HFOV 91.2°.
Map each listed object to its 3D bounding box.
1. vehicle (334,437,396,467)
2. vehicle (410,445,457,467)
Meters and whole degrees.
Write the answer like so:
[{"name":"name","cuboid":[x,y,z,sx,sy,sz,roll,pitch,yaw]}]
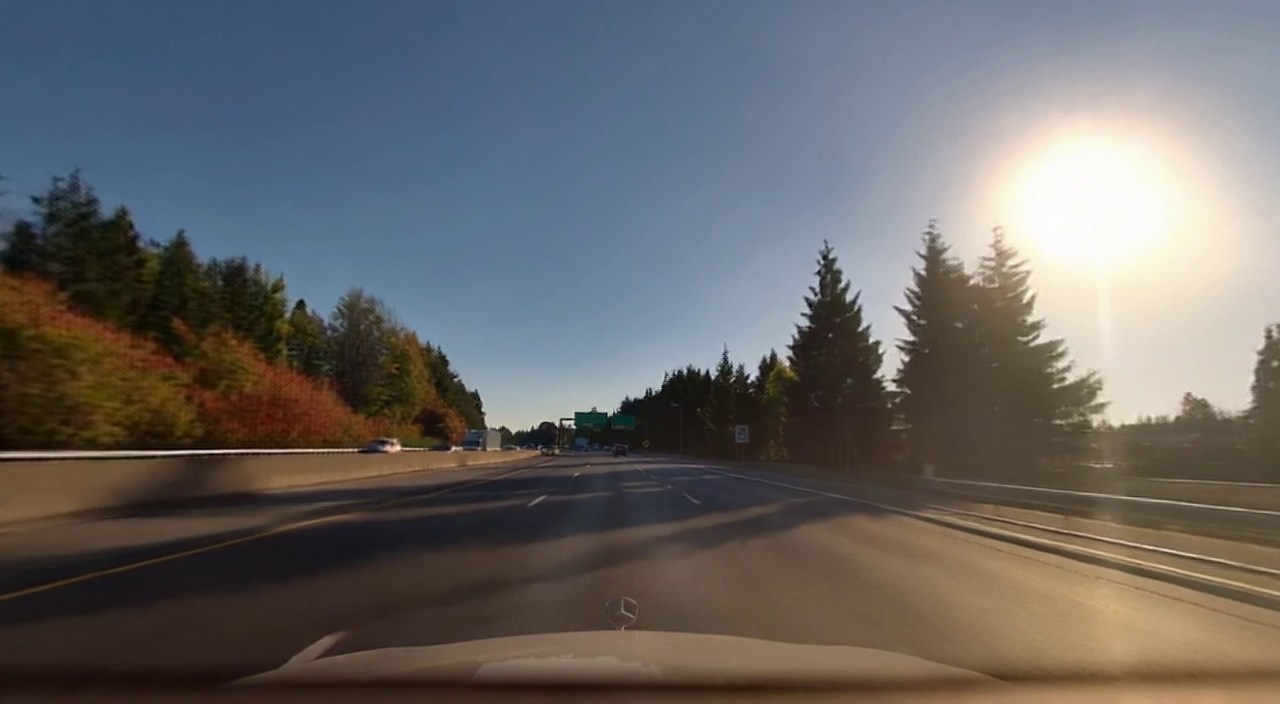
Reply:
[{"name":"vehicle","cuboid":[-18.421,6.711,42.272,2.040,1.860,5.052,0,-9,-2]},{"name":"vehicle","cuboid":[-14.104,7.121,43.022,1.781,1.453,4.314,0,-9,-1]}]
